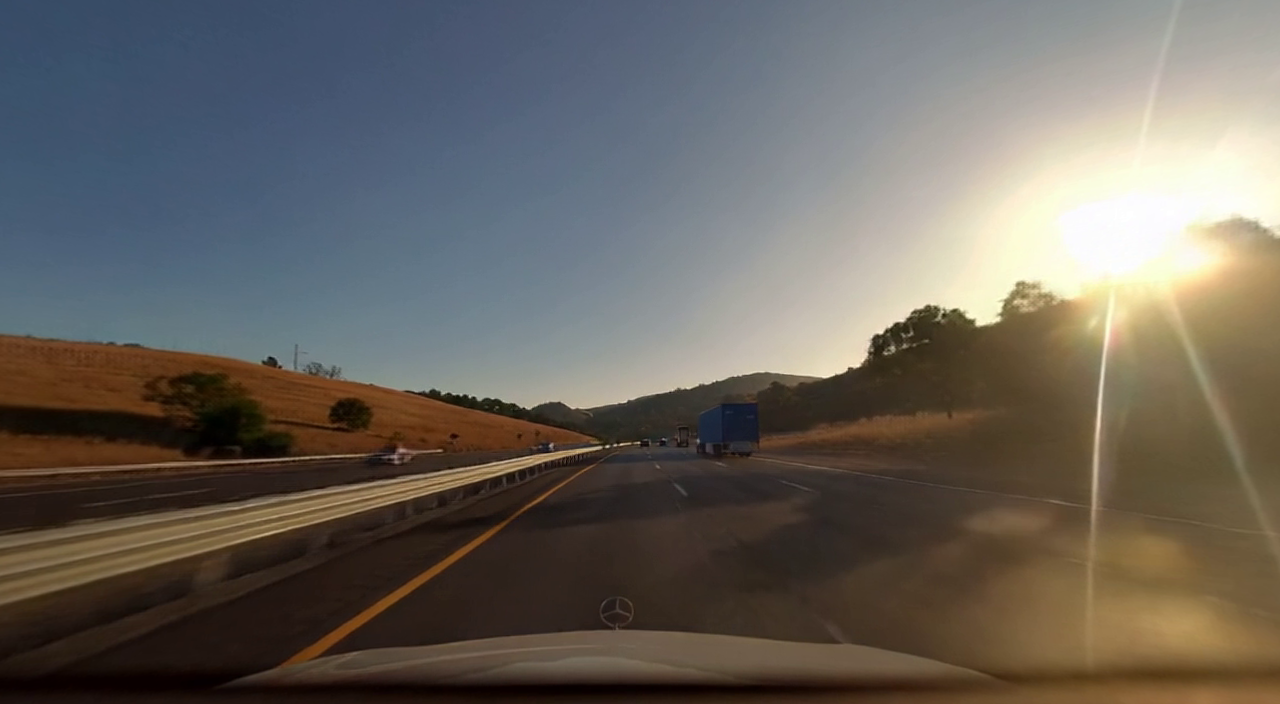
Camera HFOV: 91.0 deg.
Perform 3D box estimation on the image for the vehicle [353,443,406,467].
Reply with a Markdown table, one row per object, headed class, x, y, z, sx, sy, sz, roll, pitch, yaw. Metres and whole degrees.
| class | x | y | z | sx | sy | sz | roll | pitch | yaw |
| --- | --- | --- | --- | --- | --- | --- | --- | --- | --- |
| vehicle | -16.054 | 6.361 | 38.970 | 1.742 | 1.396 | 3.714 | 0 | -8 | 0 |
